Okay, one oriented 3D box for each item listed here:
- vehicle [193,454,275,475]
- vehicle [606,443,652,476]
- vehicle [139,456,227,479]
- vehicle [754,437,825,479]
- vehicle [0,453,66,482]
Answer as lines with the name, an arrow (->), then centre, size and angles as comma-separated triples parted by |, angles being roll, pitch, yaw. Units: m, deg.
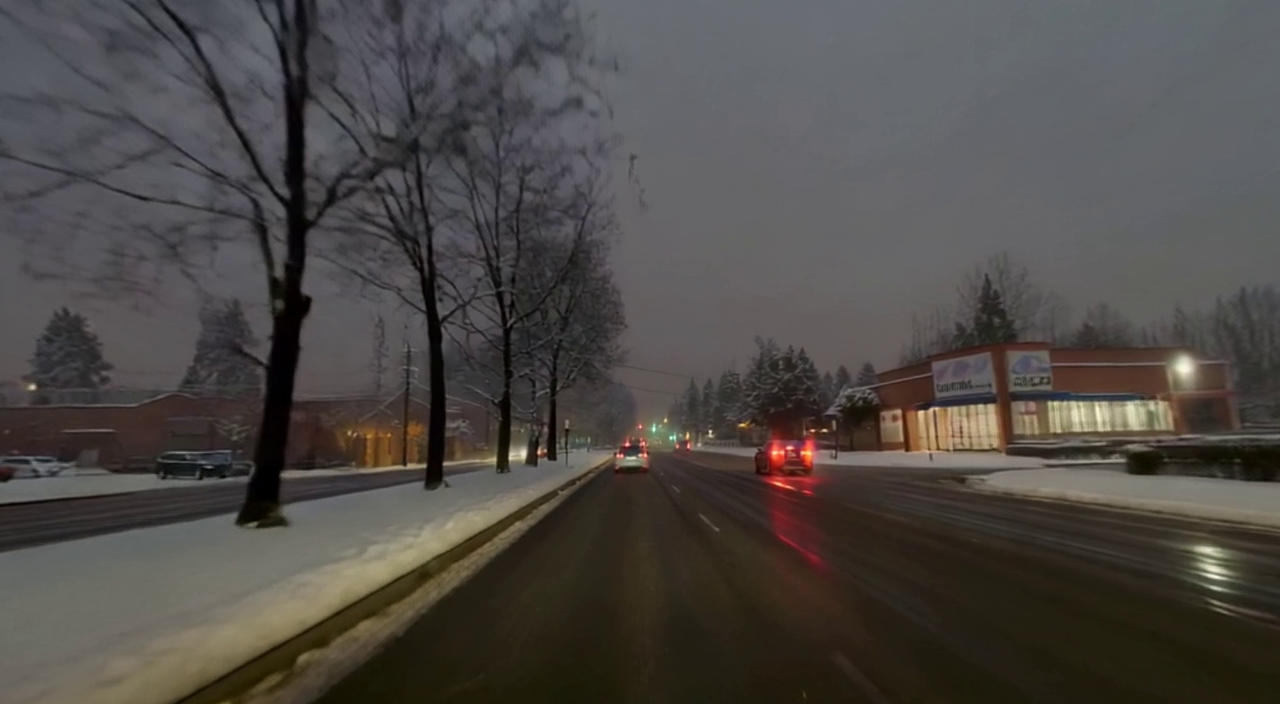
vehicle -> -31.136, 8.598, 48.358 | 4.767, 1.489, 2.051 | 0, -8, -3
vehicle -> -0.474, 4.903, 28.899 | 1.970, 1.402, 3.756 | 0, -8, -1
vehicle -> -31.257, 7.873, 43.158 | 4.452, 1.470, 2.016 | 0, -9, -1
vehicle -> 6.226, 4.453, 26.693 | 1.949, 1.647, 3.894 | 0, -8, -2
vehicle -> -44.581, 8.205, 45.032 | 2.083, 1.900, 5.420 | 0, -8, -4
